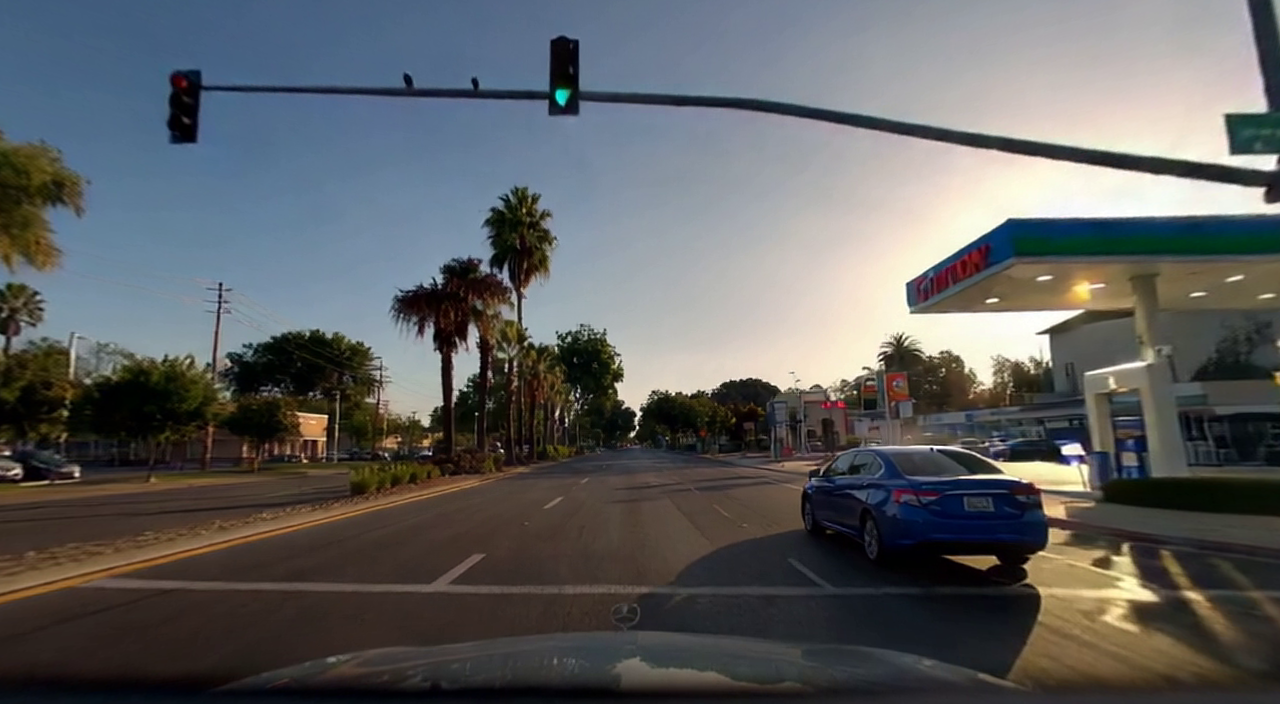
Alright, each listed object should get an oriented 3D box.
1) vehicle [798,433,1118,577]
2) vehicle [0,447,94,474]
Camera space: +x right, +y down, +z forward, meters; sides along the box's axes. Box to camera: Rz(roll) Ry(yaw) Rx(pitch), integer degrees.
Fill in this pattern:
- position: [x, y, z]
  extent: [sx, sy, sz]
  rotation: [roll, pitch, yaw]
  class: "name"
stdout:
- position: [3.810, 1.876, 8.653]
  extent: [1.978, 1.442, 4.262]
  rotation: [0, -8, -3]
  class: "vehicle"
- position: [-40.405, 7.371, 43.120]
  extent: [1.968, 1.667, 4.912]
  rotation: [-2, -9, -1]
  class: "vehicle"
